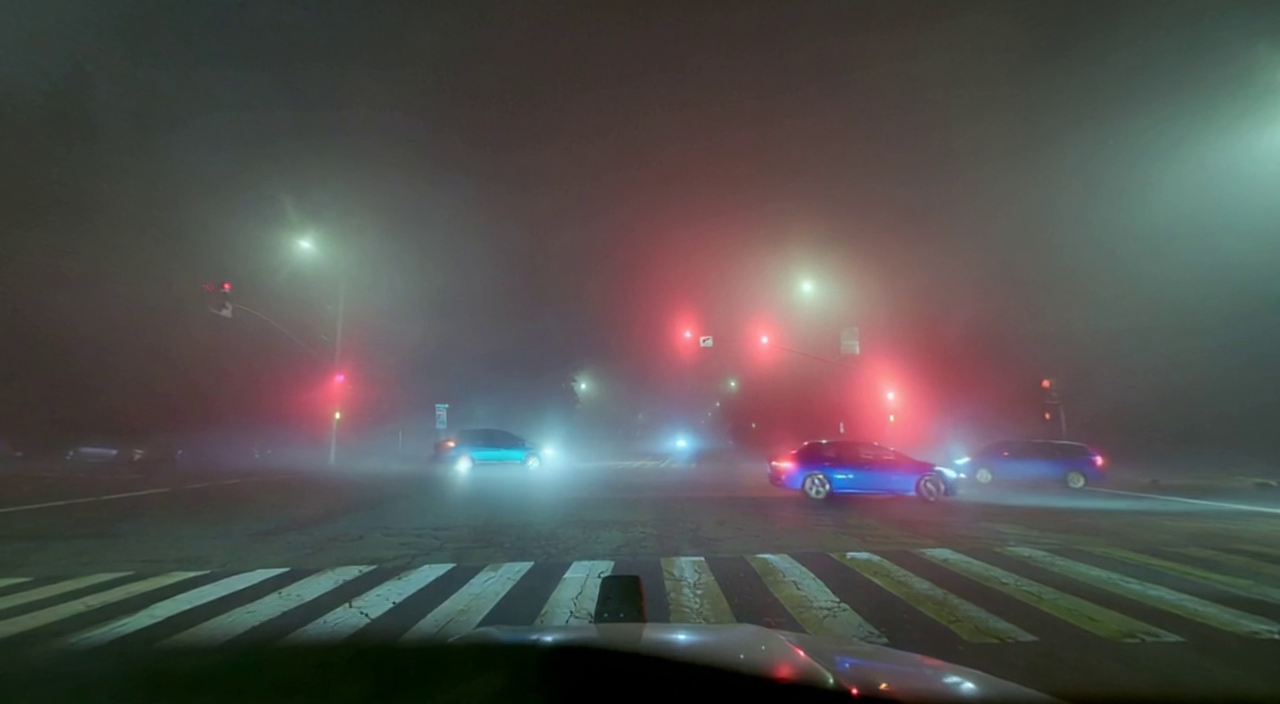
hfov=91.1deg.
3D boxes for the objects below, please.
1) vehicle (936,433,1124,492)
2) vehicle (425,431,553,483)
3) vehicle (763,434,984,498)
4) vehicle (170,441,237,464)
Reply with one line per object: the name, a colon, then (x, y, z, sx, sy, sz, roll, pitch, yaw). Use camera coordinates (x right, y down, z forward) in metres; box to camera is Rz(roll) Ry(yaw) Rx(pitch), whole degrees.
vehicle: (12.416, 3.539, 20.277, 4.580, 1.768, 2.134, 0, -8, 1)
vehicle: (-5.675, 3.903, 23.595, 4.346, 1.753, 1.994, 3, -9, -23)
vehicle: (5.964, 2.958, 16.524, 5.000, 1.559, 1.960, 0, -8, 0)
vehicle: (-29.118, 6.702, 42.041, 1.696, 1.431, 3.686, 0, -8, 3)
